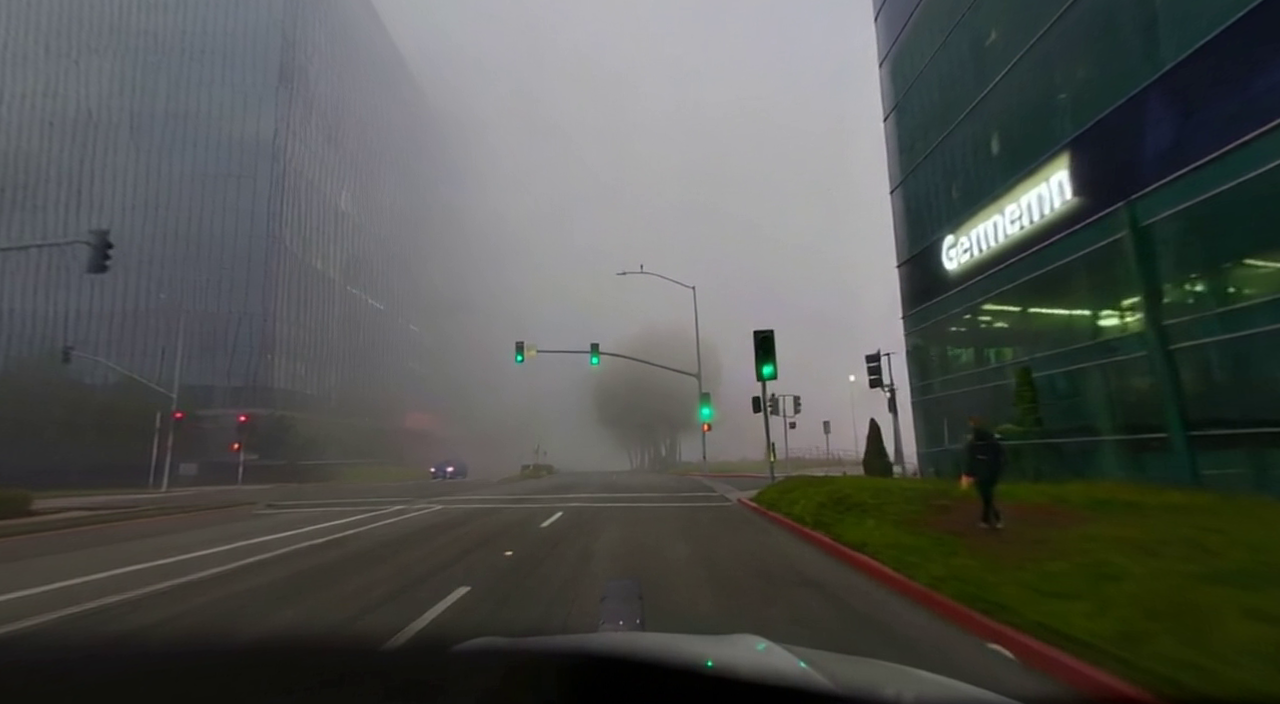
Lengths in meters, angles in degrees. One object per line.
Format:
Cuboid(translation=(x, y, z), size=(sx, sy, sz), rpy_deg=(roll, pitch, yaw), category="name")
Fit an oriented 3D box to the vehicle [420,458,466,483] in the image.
Cuboid(translation=(-12.905, 7.792, 41.512), size=(1.906, 1.502, 4.396), rpy_deg=(1, -9, -5), category="vehicle")
